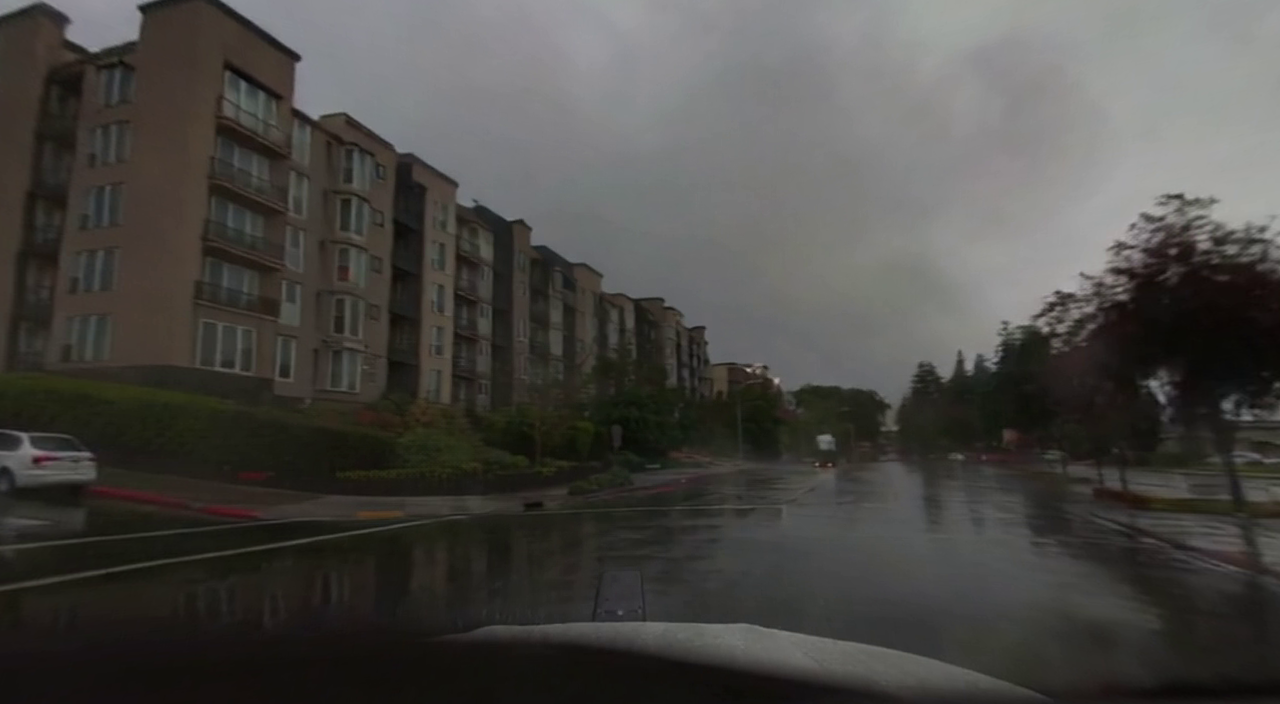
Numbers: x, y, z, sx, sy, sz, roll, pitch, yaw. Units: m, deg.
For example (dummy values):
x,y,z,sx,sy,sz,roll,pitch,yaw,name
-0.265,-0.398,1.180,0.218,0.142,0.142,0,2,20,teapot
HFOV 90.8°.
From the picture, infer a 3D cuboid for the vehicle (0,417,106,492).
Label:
x,y,z,sx,sy,sz,roll,pitch,yaw,name
-14.204,2.220,13.800,4.322,1.436,1.827,-3,-9,19,vehicle
